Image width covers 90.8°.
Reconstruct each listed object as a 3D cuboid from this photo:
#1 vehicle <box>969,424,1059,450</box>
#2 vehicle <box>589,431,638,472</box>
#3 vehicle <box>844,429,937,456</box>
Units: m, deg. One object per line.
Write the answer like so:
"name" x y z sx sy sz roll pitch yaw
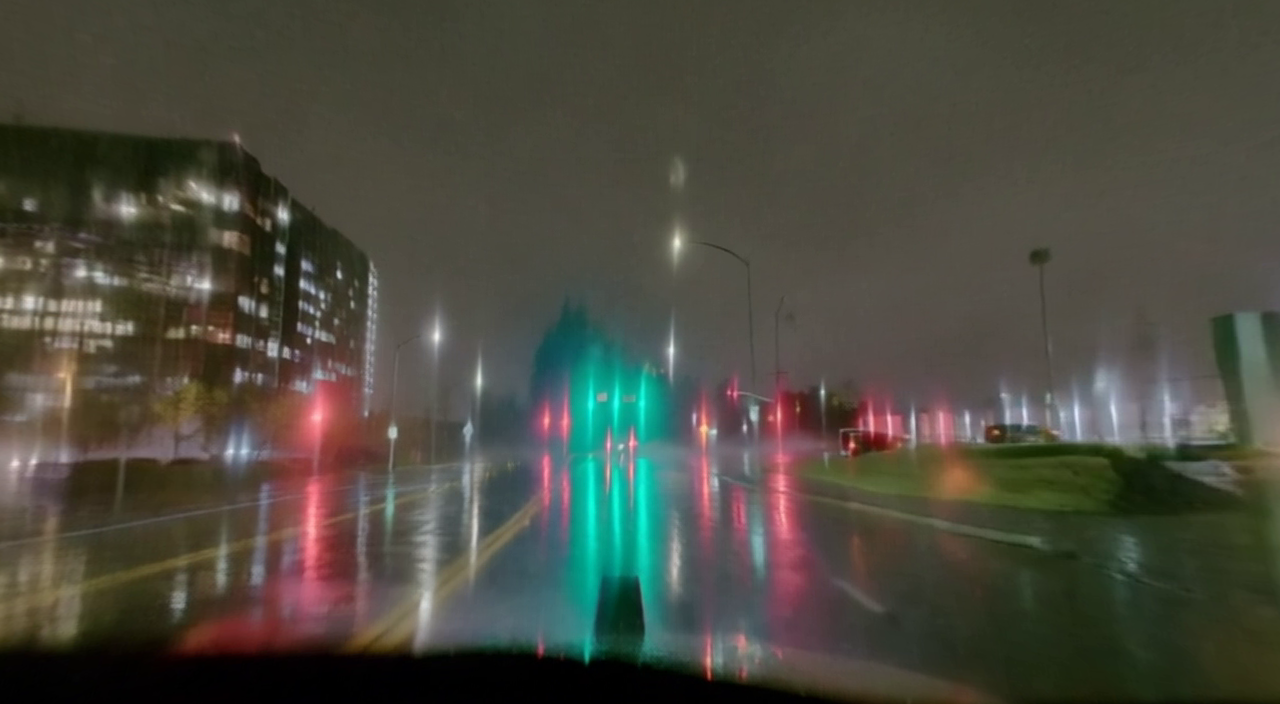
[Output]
"vehicle" 28.815 6.587 48.845 5.442 1.924 2.330 1 -8 0
"vehicle" -1.225 4.870 31.074 2.230 1.827 4.298 0 -8 0
"vehicle" 14.093 5.116 35.685 4.486 1.494 1.802 -1 -8 4
